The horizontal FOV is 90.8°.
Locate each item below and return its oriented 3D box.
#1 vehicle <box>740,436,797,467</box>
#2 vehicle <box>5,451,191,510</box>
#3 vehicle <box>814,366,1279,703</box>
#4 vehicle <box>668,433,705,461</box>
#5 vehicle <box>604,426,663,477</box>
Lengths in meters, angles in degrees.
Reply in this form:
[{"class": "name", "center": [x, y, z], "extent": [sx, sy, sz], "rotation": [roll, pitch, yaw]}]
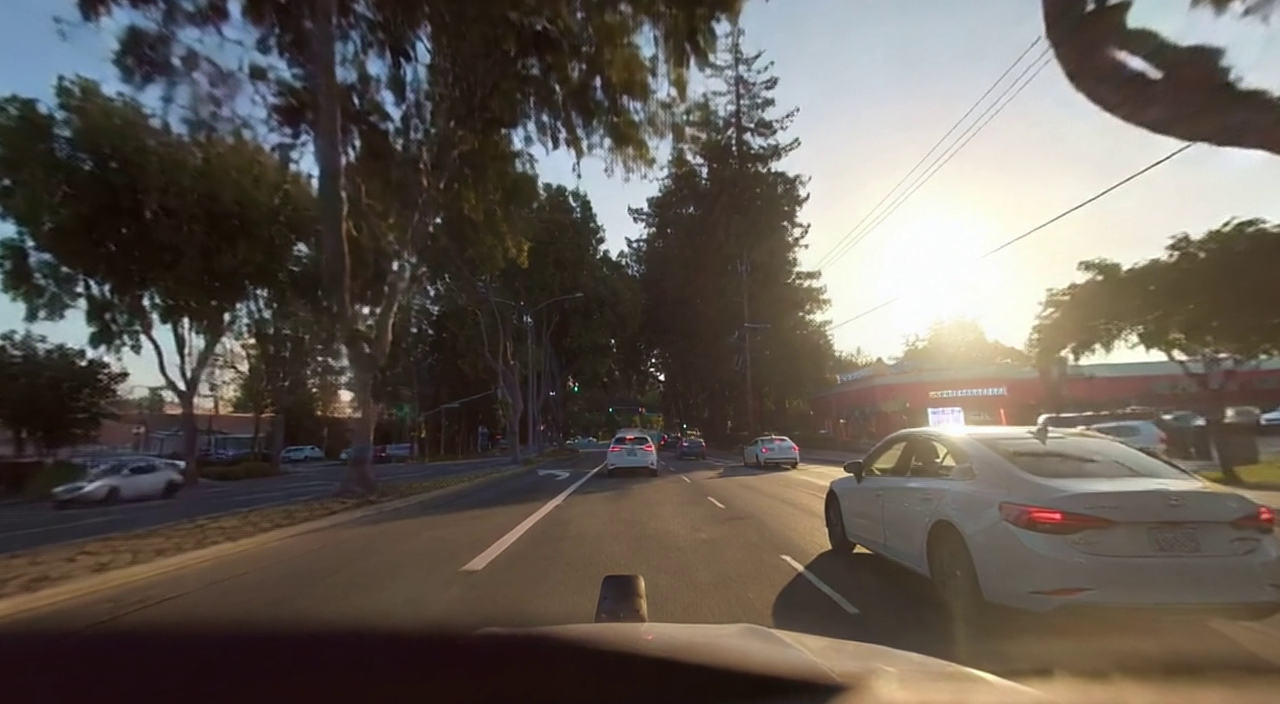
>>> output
[{"class": "vehicle", "center": [6.321, 4.960, 31.576], "extent": [1.883, 1.452, 4.258], "rotation": [0, -8, -1]}, {"class": "vehicle", "center": [-17.110, 4.018, 20.354], "extent": [1.984, 1.492, 4.677], "rotation": [-4, -8, -1]}, {"class": "vehicle", "center": [3.208, 1.216, 5.246], "extent": [2.153, 1.658, 4.485], "rotation": [0, -8, -1]}, {"class": "vehicle", "center": [3.056, 6.323, 42.215], "extent": [2.000, 1.745, 4.206], "rotation": [0, -8, -2]}, {"class": "vehicle", "center": [-0.250, 3.873, 24.723], "extent": [2.106, 1.798, 4.168], "rotation": [0, -8, -1]}]
